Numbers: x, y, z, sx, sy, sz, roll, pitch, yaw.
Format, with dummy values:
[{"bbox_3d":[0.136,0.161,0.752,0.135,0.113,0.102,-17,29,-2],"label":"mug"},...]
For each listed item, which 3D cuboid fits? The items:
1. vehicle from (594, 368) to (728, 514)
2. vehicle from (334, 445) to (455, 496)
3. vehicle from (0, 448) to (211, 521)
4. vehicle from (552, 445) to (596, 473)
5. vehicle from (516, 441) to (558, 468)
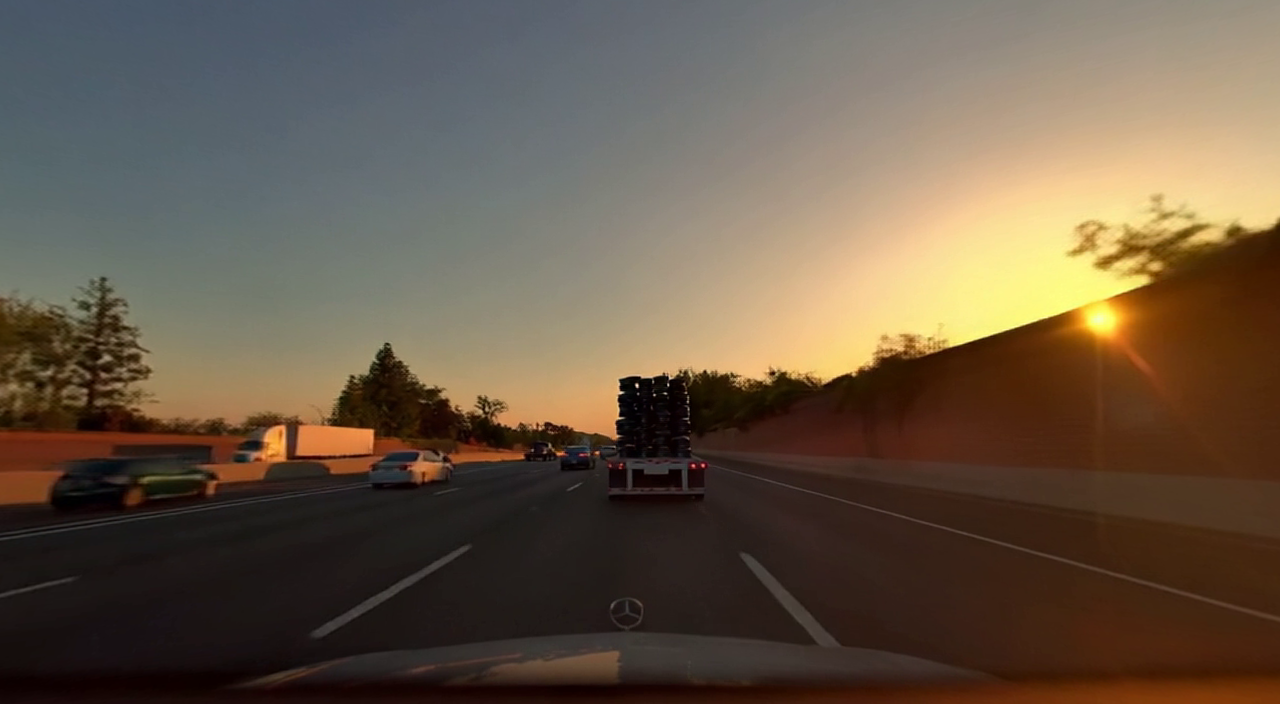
[{"bbox_3d":[0.434,2.476,17.533,2.798,3.071,8.412,0,-8,0],"label":"vehicle"},{"bbox_3d":[-7.857,3.812,20.734,2.006,1.458,4.700,0,-8,1],"label":"vehicle"},{"bbox_3d":[-12.981,3.080,15.299,1.908,1.473,4.552,0,-8,0],"label":"vehicle"},{"bbox_3d":[-3.681,6.068,36.036,1.974,1.475,4.538,0,-8,1],"label":"vehicle"},{"bbox_3d":[-7.462,7.458,46.061,2.164,1.874,5.004,0,-8,1],"label":"vehicle"}]
